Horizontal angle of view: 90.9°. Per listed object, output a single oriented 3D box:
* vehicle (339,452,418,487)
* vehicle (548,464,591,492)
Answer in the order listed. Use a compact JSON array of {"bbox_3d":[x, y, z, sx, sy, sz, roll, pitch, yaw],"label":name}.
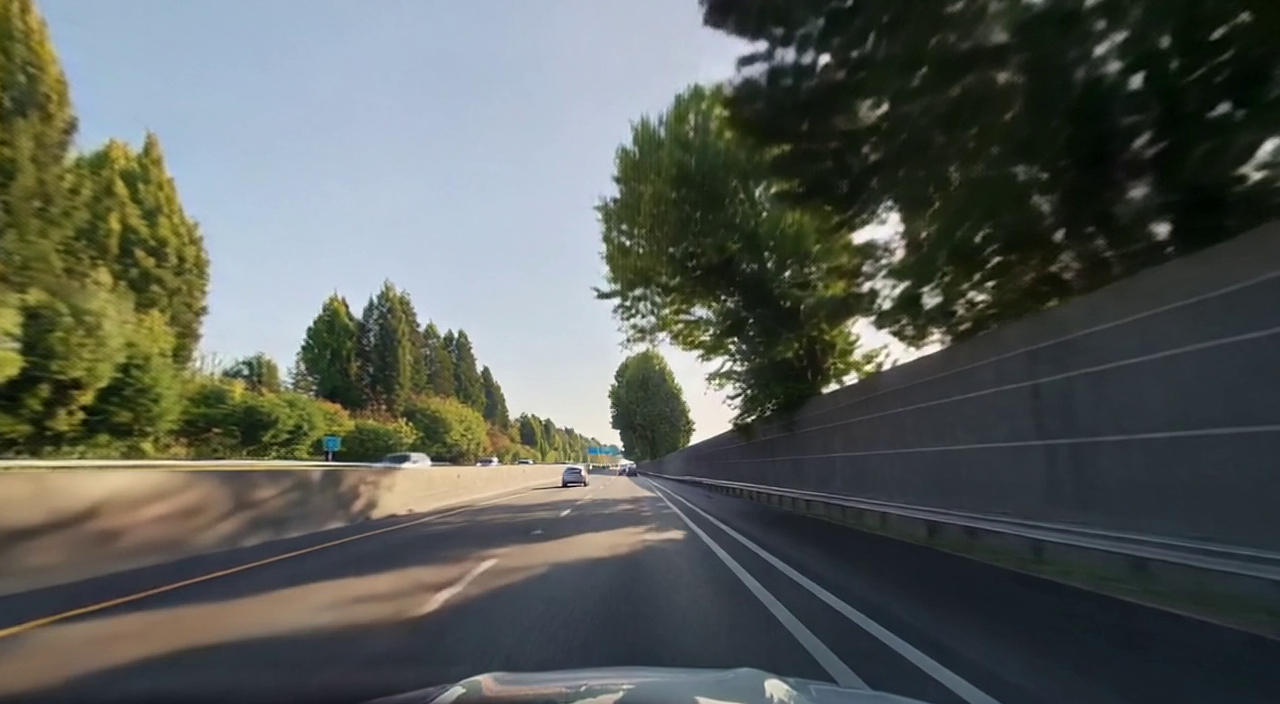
[{"bbox_3d":[-12.790,5.811,31.185,1.983,1.559,4.378,1,-10,0],"label":"vehicle"},{"bbox_3d":[-4.073,7.373,36.969,2.006,1.469,4.050,1,-10,0],"label":"vehicle"}]
